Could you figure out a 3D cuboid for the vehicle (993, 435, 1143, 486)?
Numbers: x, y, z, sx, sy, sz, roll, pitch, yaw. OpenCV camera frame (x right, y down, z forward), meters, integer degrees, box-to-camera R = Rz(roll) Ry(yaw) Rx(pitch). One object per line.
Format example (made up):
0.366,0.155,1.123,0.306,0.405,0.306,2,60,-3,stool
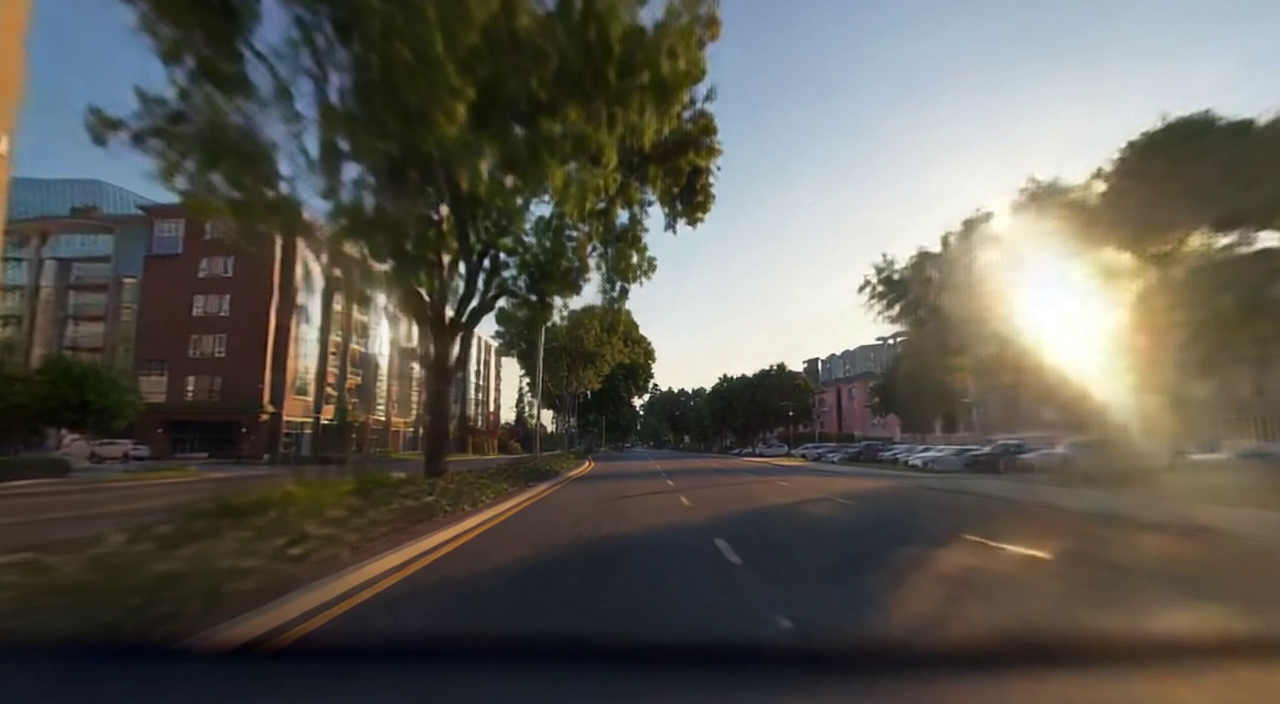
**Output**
15.586,3.956,23.408,2.006,1.683,4.643,0,-9,-4,vehicle

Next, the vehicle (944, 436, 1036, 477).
15.971,4.778,29.110,1.950,1.704,4.518,-1,-9,5,vehicle

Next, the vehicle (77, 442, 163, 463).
-37.183,7.179,45.256,4.369,1.465,1.900,1,-9,-5,vehicle
